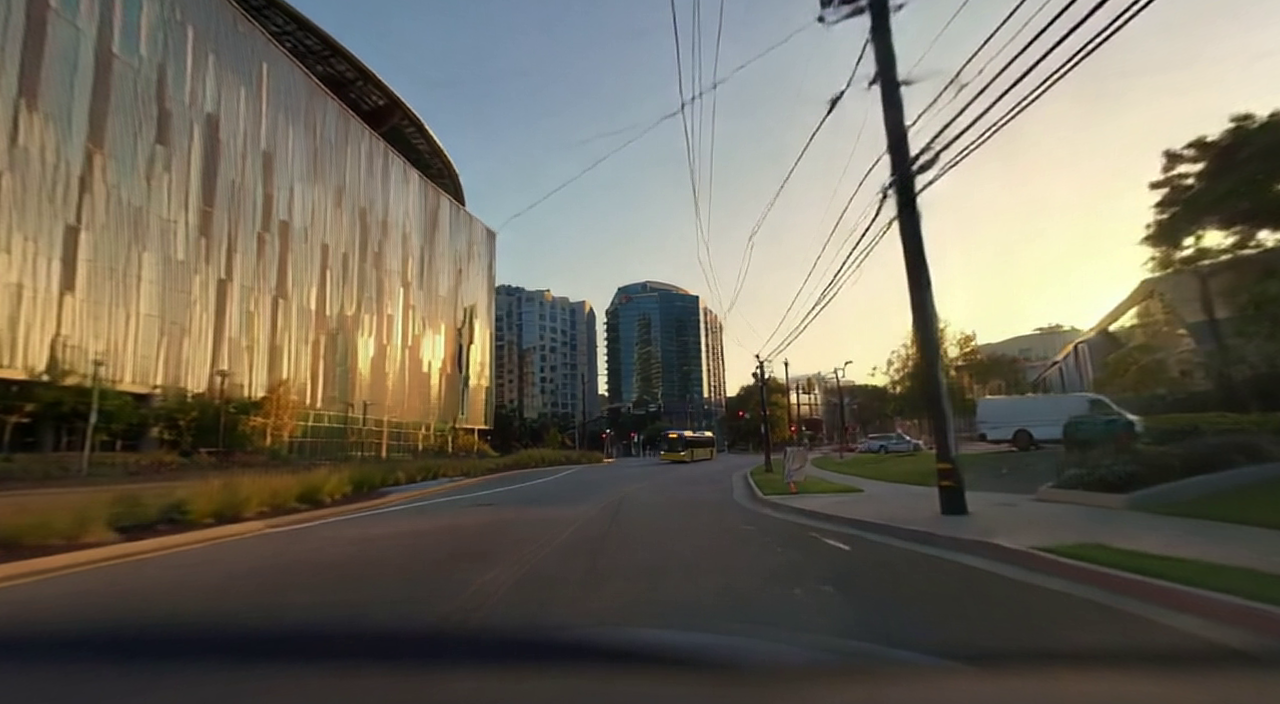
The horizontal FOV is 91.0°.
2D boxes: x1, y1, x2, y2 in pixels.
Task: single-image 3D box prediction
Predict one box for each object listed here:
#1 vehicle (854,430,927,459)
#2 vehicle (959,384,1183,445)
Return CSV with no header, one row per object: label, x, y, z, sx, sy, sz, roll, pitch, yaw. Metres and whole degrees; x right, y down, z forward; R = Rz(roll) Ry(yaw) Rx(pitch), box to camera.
vehicle,18.665,6.967,47.089,4.647,1.951,2.304,-3,-10,13
vehicle,14.368,2.173,21.420,5.745,1.902,2.244,-1,-9,9
